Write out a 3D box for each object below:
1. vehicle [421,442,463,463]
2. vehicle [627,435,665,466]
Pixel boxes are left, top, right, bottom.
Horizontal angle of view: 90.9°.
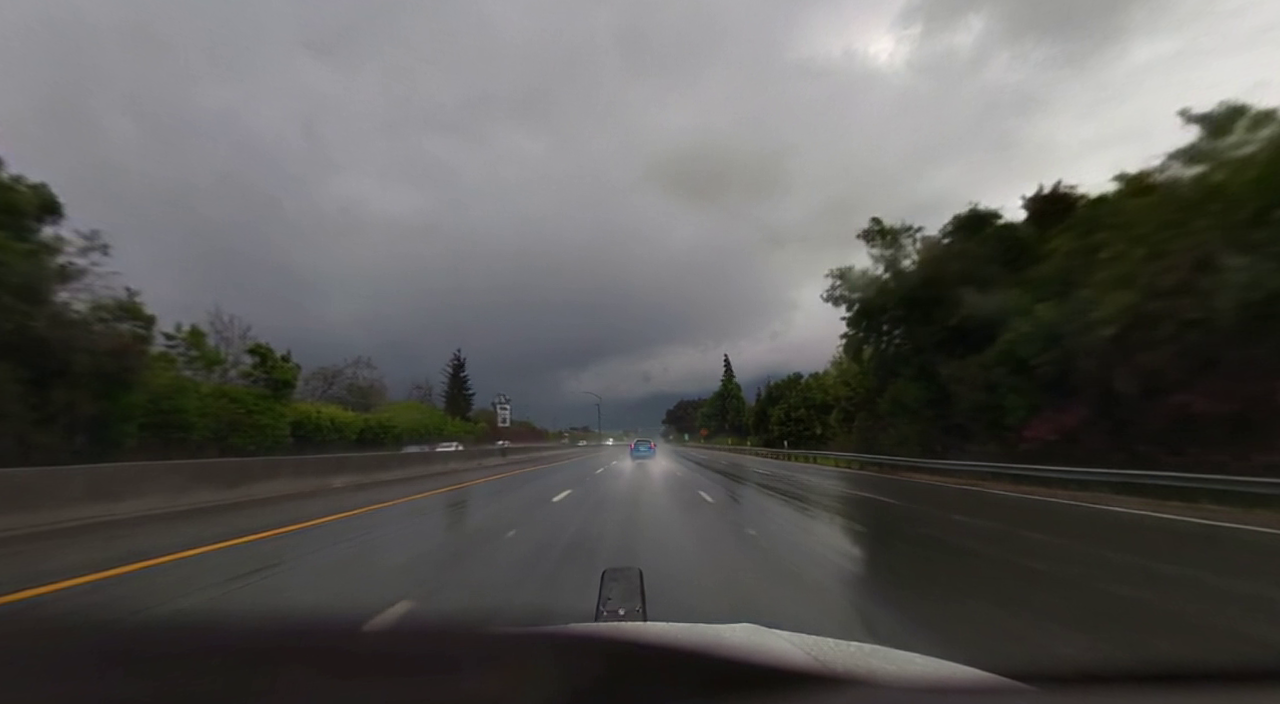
[{"bbox_3d":[-15.208,7.754,48.580,1.898,1.564,3.965,0,-9,0],"label":"vehicle"},{"bbox_3d":[0.331,6.191,39.626,2.247,1.825,4.036,0,-9,0],"label":"vehicle"}]
